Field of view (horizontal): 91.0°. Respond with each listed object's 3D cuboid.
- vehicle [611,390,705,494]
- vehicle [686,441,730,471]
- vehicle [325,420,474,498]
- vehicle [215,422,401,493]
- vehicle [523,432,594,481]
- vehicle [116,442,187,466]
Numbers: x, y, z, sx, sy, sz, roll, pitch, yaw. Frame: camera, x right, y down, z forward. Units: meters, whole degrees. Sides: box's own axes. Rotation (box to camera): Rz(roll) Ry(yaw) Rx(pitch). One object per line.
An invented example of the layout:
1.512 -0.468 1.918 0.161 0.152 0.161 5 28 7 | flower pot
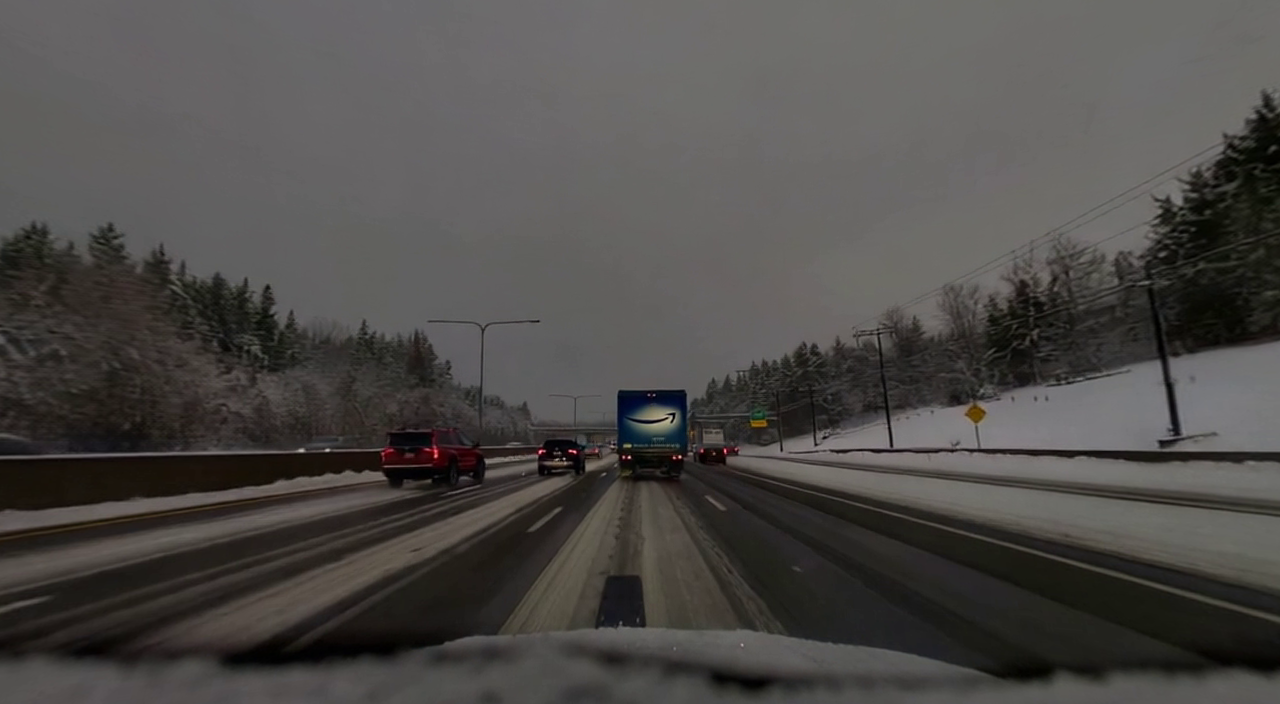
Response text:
0.455 2.808 19.626 2.456 2.705 6.251 0 -9 0 | vehicle
3.620 5.624 34.274 1.970 1.499 4.491 0 -9 1 | vehicle
-6.436 2.945 17.677 2.101 1.858 5.071 0 -9 1 | vehicle
-10.026 3.267 19.895 2.454 1.857 6.221 0 -9 0 | vehicle
-3.010 4.001 24.238 2.095 1.688 4.188 0 -9 1 | vehicle
-31.783 6.627 41.100 1.623 1.459 3.672 0 -9 2 | vehicle
